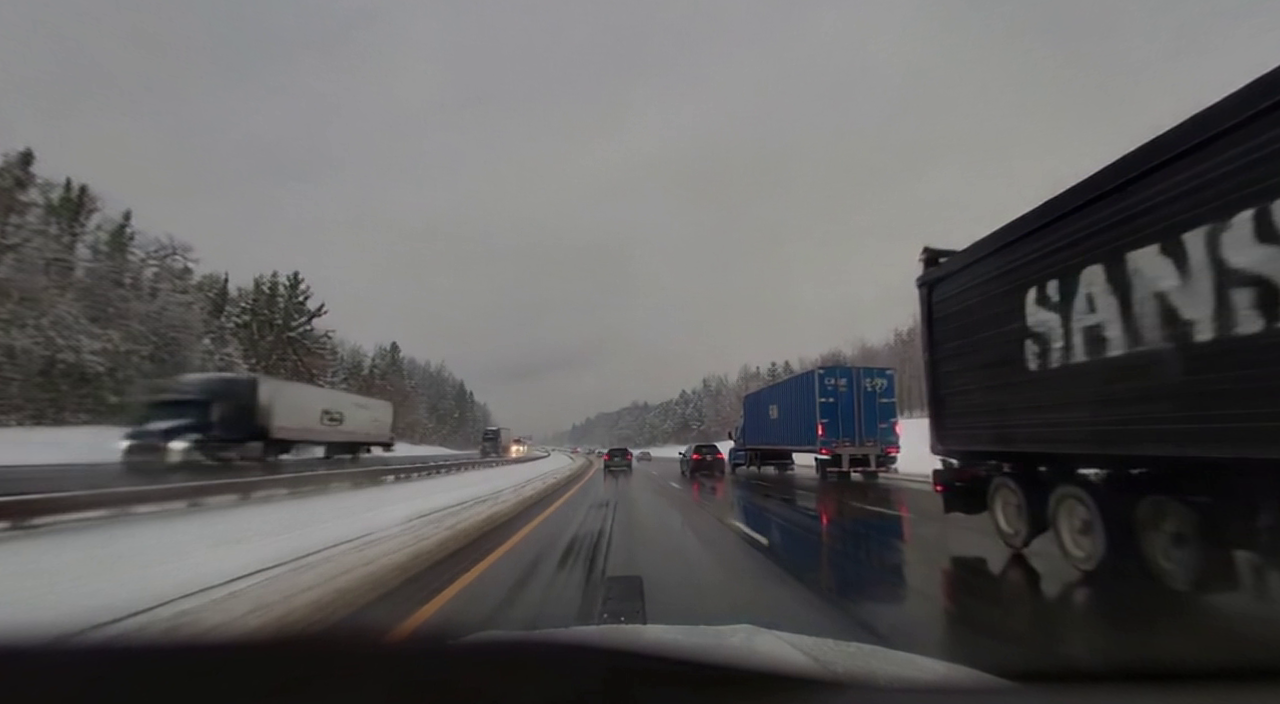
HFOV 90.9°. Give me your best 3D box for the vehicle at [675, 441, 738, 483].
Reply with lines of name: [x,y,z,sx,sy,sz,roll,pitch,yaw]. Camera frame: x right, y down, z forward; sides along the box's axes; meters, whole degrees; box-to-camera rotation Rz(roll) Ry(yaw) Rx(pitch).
vehicle: [2.720,4.638,26.687,2.013,1.623,3.916,0,-9,-3]

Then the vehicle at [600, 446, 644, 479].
vehicle: [-0.913,5.507,31.651,2.050,1.534,3.771,0,-9,-2]

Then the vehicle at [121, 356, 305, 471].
vehicle: [-16.352,2.565,24.833,2.932,3.994,6.031,0,-9,-1]

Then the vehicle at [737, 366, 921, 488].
vehicle: [7.259,3.535,27.744,2.965,3.990,14.227,1,-9,-3]
